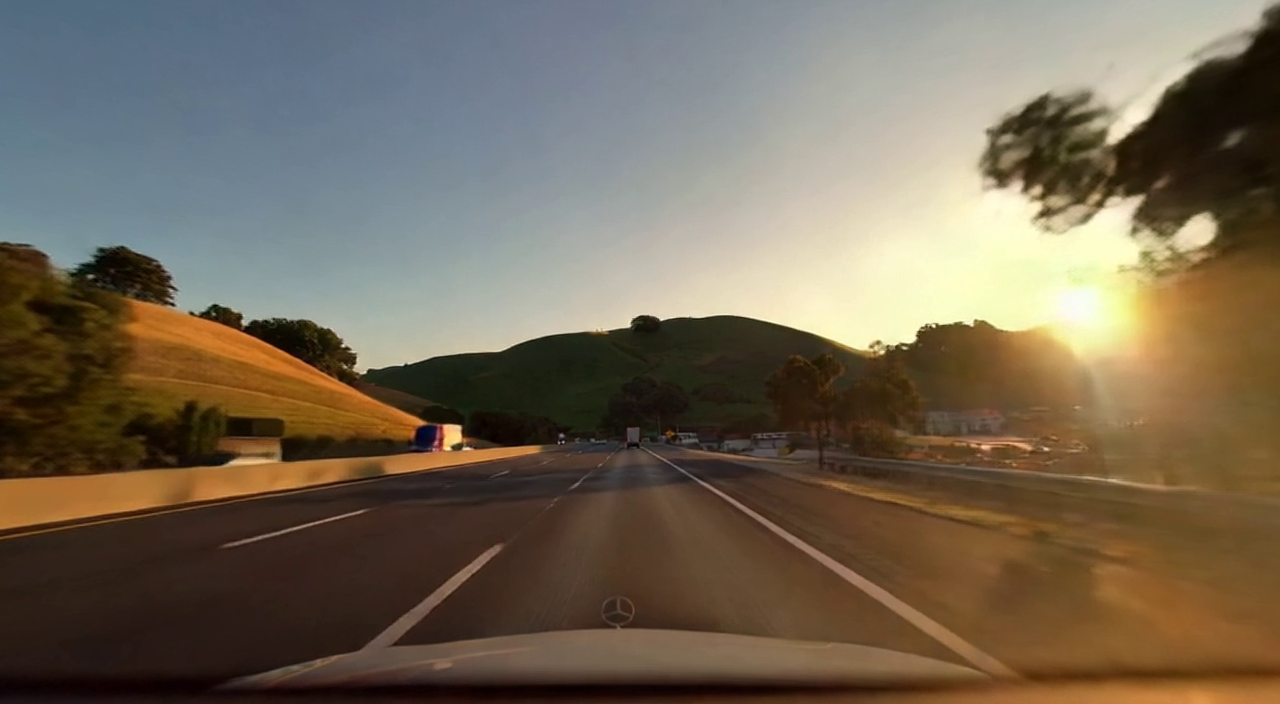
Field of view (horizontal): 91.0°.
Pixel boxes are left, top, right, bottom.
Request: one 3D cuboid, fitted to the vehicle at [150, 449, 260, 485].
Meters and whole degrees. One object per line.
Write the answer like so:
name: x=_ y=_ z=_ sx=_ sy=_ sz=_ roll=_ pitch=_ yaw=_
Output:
vehicle: x=-19.850 y=5.219 z=28.993 sx=1.774 sy=1.414 sz=4.652 roll=0 pitch=-8 yaw=-1
